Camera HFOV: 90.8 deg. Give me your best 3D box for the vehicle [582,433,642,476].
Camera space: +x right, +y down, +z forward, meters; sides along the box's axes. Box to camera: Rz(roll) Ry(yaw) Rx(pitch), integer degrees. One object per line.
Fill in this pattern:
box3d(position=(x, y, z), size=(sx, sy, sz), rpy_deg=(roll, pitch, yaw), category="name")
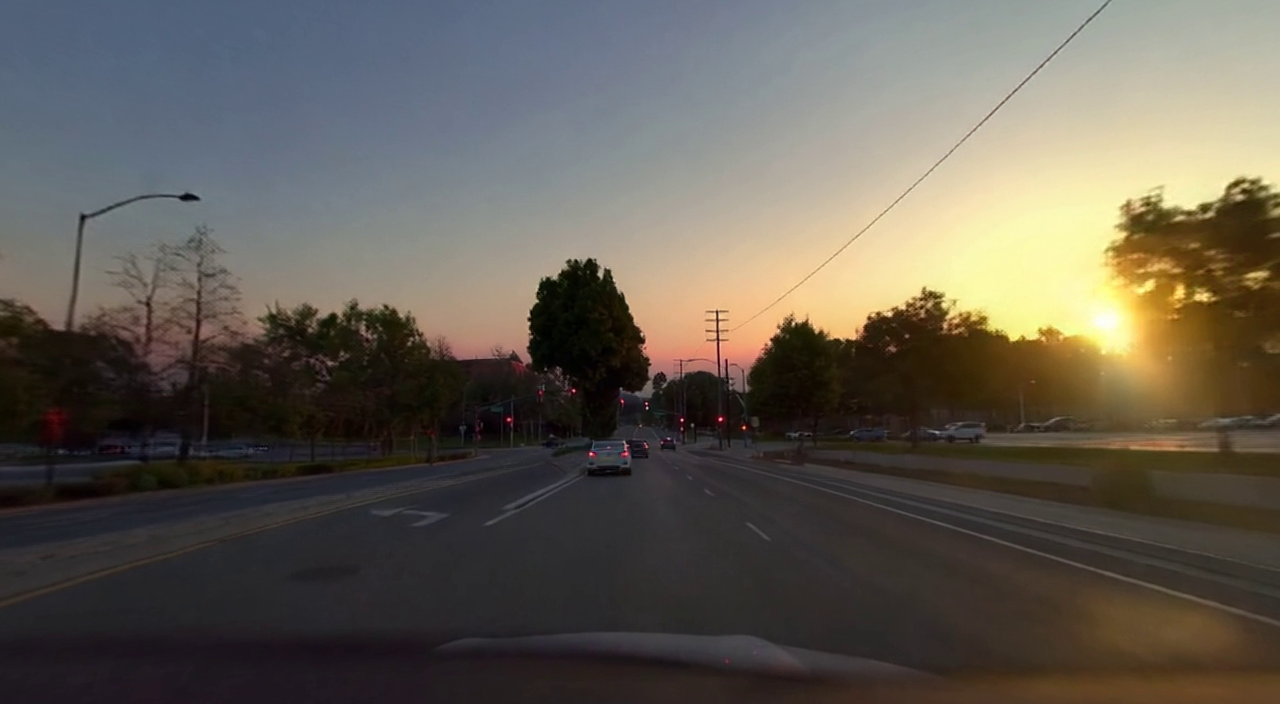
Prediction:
box3d(position=(-0.992, 3.858, 23.912), size=(2.075, 1.470, 3.962), rpy_deg=(0, -8, -1), category="vehicle")
